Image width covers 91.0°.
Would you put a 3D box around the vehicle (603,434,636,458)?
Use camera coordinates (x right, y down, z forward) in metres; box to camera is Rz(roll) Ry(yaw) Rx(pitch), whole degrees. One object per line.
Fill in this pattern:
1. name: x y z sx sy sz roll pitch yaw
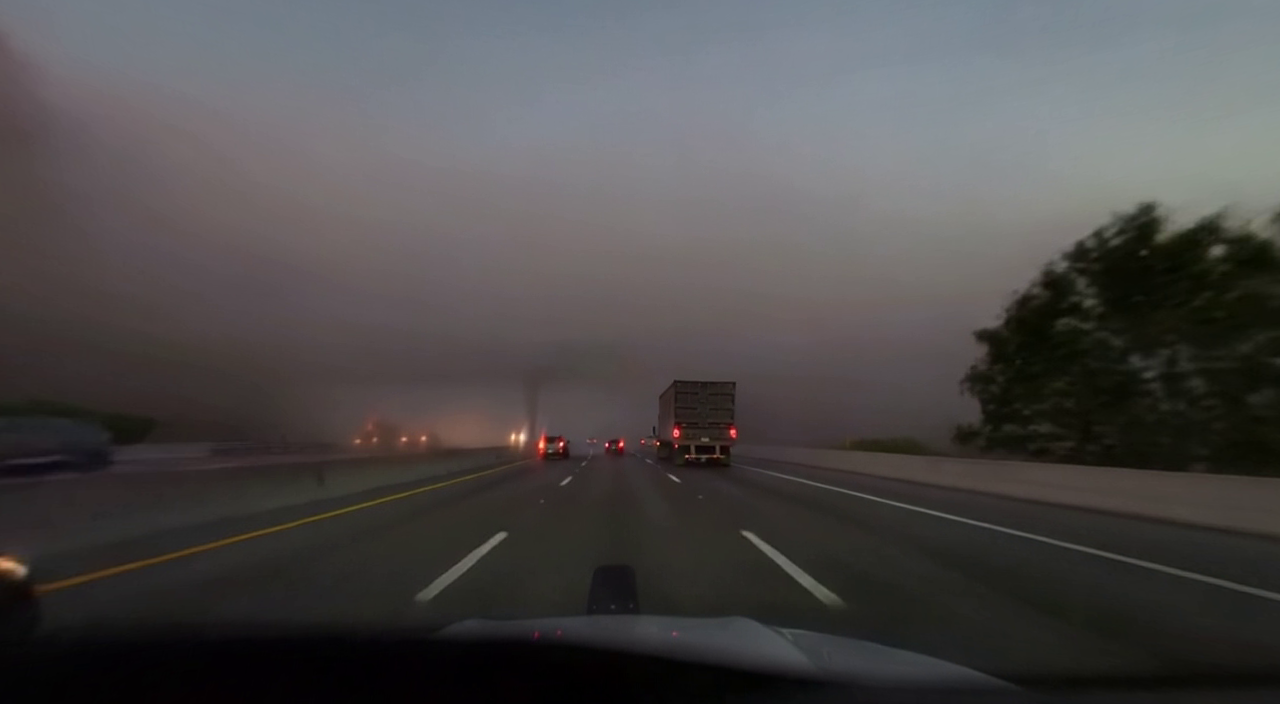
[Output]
1. vehicle: -1.418 6.417 42.893 2.125 1.542 3.816 0 -8 -4

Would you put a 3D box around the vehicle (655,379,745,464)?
1. vehicle: 3.013 4.301 37.028 3.301 4.034 13.722 0 -8 -3

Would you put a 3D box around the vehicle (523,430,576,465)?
1. vehicle: -4.820 5.182 34.307 2.377 1.747 4.703 0 -8 -2

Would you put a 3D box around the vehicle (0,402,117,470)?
1. vehicle: -16.266 2.144 15.942 1.994 1.613 4.783 0 -8 -1
